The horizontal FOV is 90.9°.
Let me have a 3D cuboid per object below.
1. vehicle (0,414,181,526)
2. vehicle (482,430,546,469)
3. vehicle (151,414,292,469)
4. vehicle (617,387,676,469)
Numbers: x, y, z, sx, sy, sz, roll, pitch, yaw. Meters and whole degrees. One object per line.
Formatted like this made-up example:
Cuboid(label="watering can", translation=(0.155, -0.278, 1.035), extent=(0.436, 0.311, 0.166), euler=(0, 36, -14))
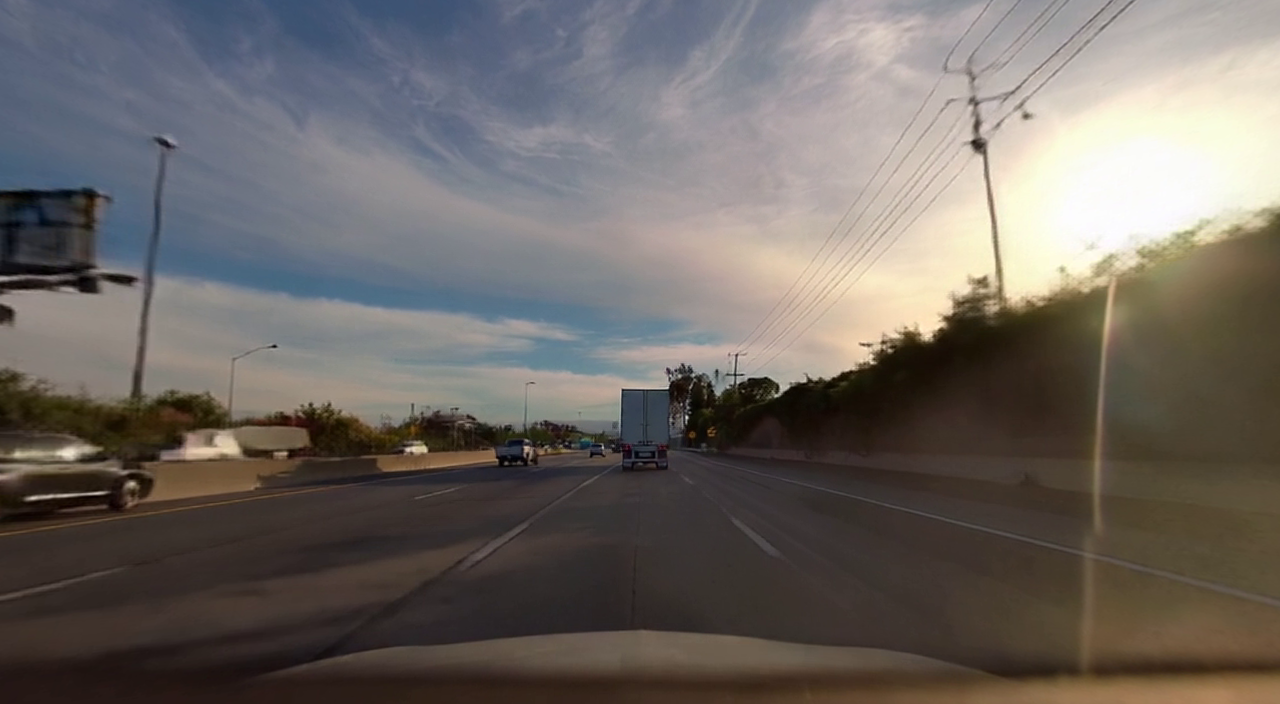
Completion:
Cuboid(label="vehicle", translation=(-11.160, 2.032, 11.102), extent=(2.010, 1.766, 5.365), euler=(0, -8, 1))
Cuboid(label="vehicle", translation=(-6.849, 5.397, 35.011), extent=(2.263, 1.936, 5.802), euler=(0, -8, 1))
Cuboid(label="vehicle", translation=(-21.931, 4.806, 33.675), extent=(2.233, 2.573, 7.626), euler=(0, -8, 0))
Cuboid(label="vehicle", translation=(0.540, 4.519, 36.512), extent=(2.879, 4.027, 11.243), euler=(-1, -8, 2))
